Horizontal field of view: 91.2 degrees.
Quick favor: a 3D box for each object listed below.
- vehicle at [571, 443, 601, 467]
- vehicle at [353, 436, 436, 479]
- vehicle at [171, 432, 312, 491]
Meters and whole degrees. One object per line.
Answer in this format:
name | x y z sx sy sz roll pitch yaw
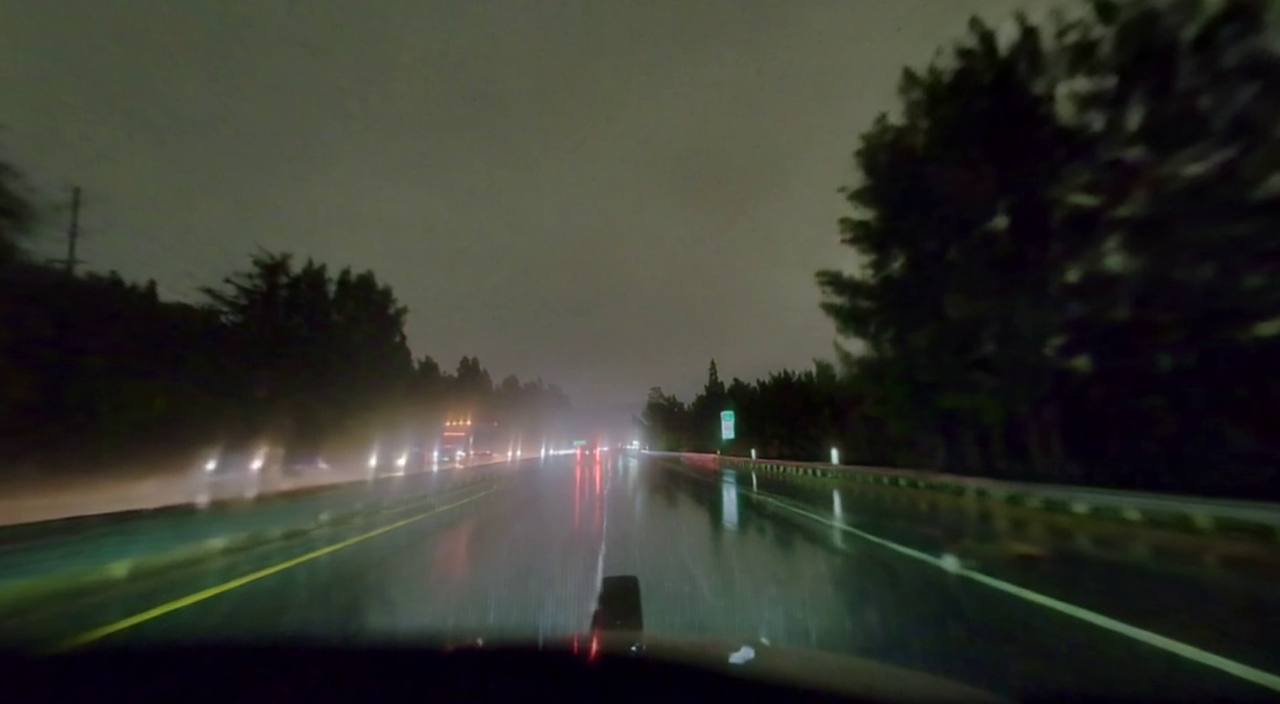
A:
vehicle | -3.959 7.655 46.589 2.098 1.692 4.038 0 -9 -2
vehicle | -11.946 5.180 30.911 2.207 1.926 4.777 0 -9 -2
vehicle | -15.557 4.293 24.930 2.209 2.067 5.308 0 -9 -2
